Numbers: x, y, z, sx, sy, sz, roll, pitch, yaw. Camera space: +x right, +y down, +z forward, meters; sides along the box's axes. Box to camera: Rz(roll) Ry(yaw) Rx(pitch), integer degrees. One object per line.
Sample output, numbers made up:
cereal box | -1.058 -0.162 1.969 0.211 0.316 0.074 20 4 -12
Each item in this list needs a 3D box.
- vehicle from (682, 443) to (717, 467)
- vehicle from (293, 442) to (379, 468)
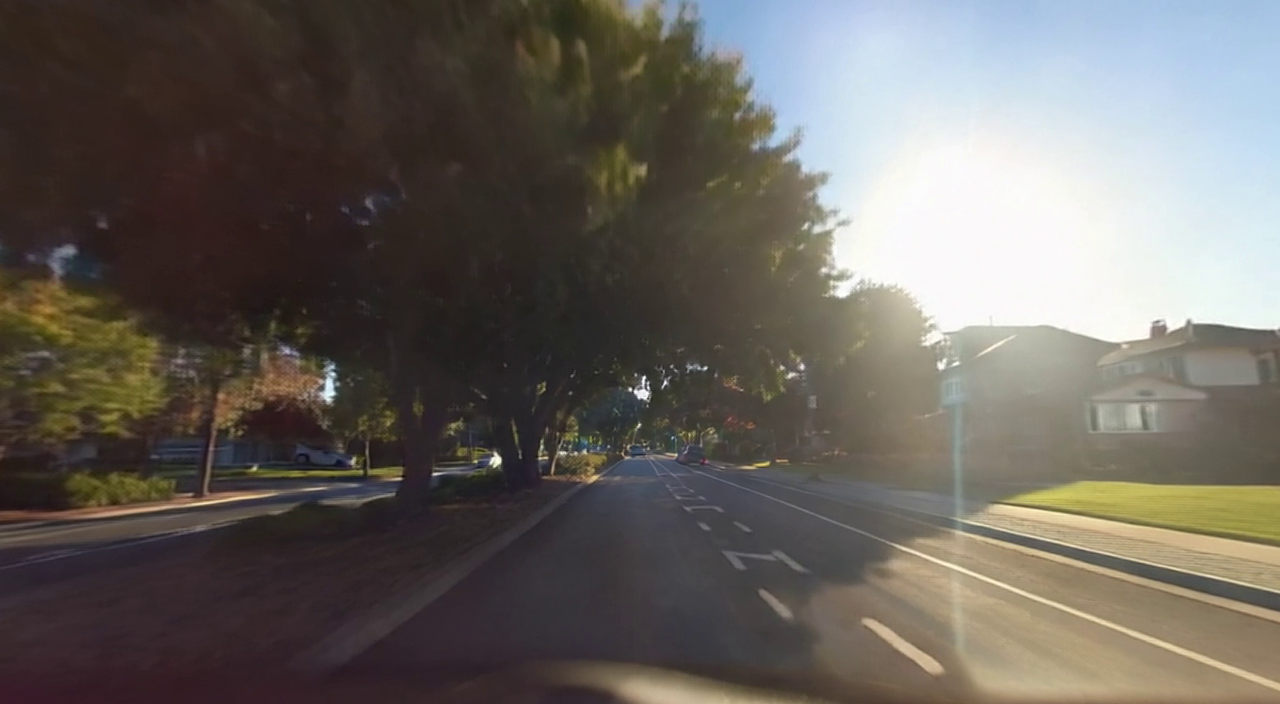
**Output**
vehicle | 4.651 8.067 49.803 2.180 1.782 4.790 0 -9 -1
vehicle | -21.209 7.171 44.209 4.853 1.754 2.095 0 -9 2
